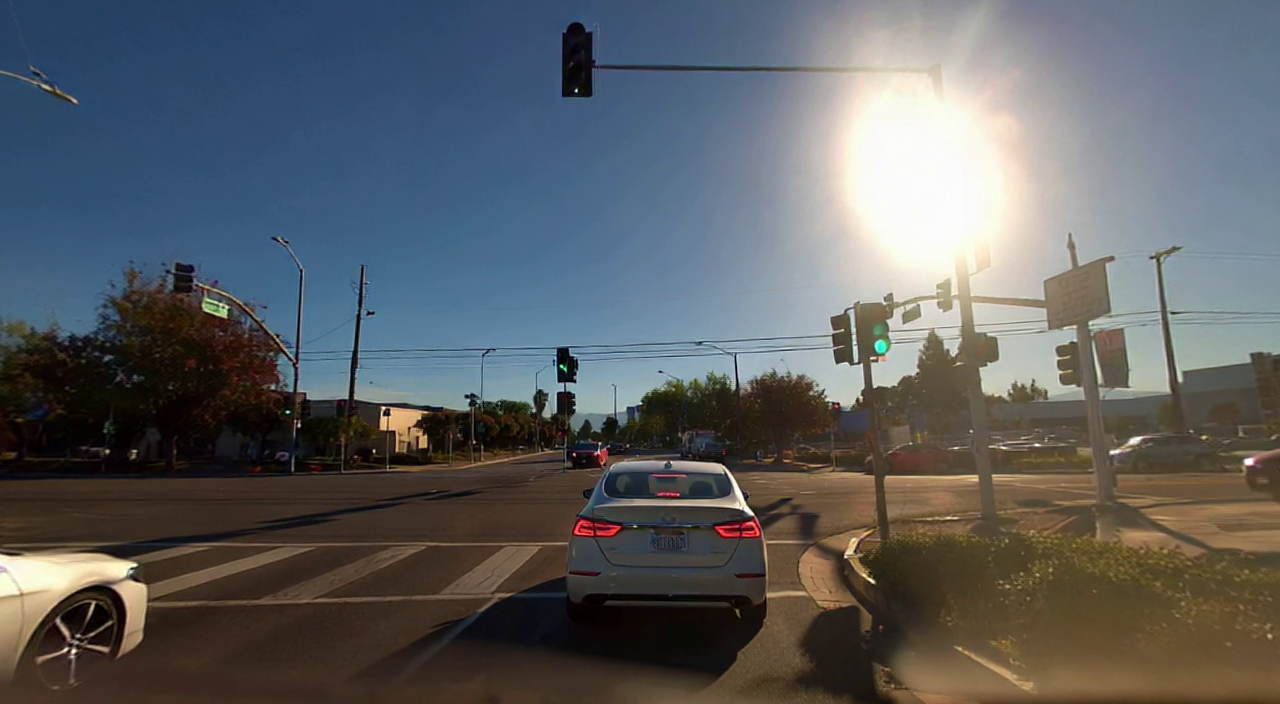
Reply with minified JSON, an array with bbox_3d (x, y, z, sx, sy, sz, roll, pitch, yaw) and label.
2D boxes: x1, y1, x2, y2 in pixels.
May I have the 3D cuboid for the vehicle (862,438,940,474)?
[{"bbox_3d":[12.397,5.041,30.269,1.922,1.529,3.964,0,-12,-1],"label":"vehicle"}]

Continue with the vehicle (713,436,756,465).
[{"bbox_3d":[6.921,7.189,46.184,1.491,2.041,2.964,6,-9,-33],"label":"vehicle"}]

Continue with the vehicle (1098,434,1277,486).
[{"bbox_3d":[16.807,3.321,19.510,3.876,1.512,1.784,0,-8,-1],"label":"vehicle"}]

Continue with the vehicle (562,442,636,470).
[{"bbox_3d":[-2.448,6.152,37.556,3.991,1.526,1.868,-4,-9,30],"label":"vehicle"}]
